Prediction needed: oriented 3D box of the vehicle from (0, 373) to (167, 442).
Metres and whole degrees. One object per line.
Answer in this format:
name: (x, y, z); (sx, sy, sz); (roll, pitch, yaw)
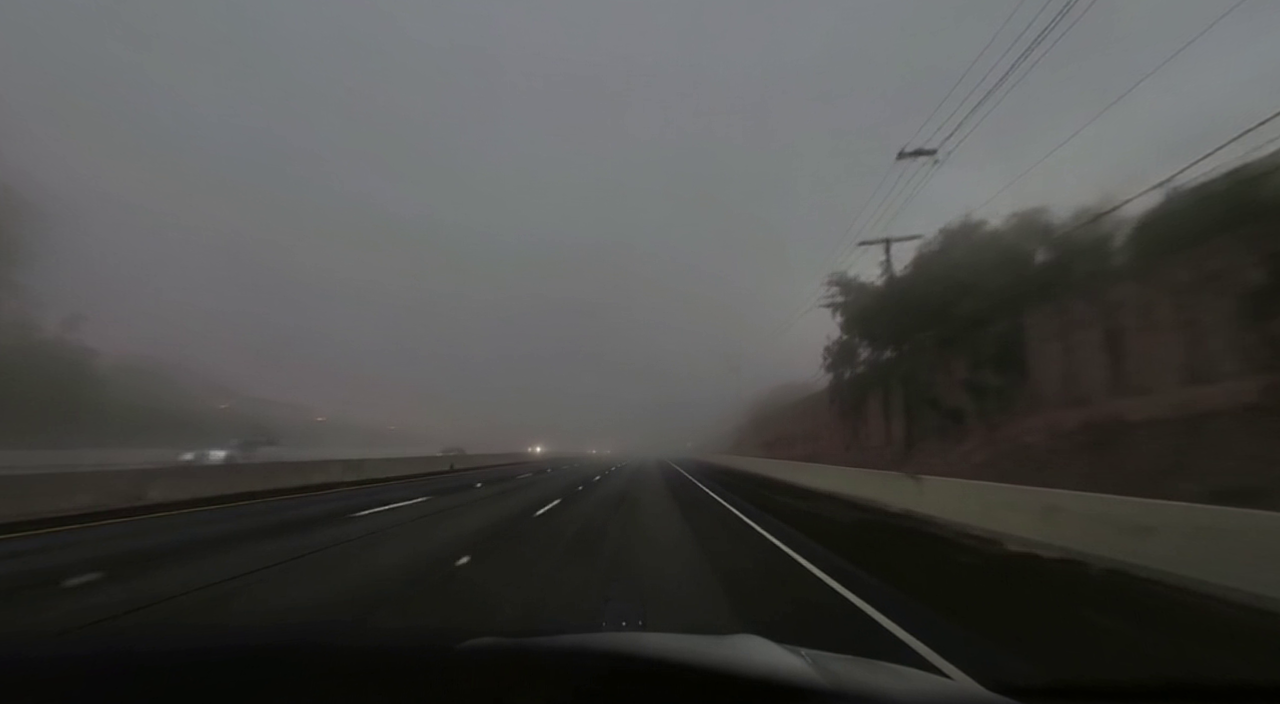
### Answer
vehicle: (-42.731, 4.226, 45.620); (3.206, 3.635, 18.419); (-3, -10, -2)
